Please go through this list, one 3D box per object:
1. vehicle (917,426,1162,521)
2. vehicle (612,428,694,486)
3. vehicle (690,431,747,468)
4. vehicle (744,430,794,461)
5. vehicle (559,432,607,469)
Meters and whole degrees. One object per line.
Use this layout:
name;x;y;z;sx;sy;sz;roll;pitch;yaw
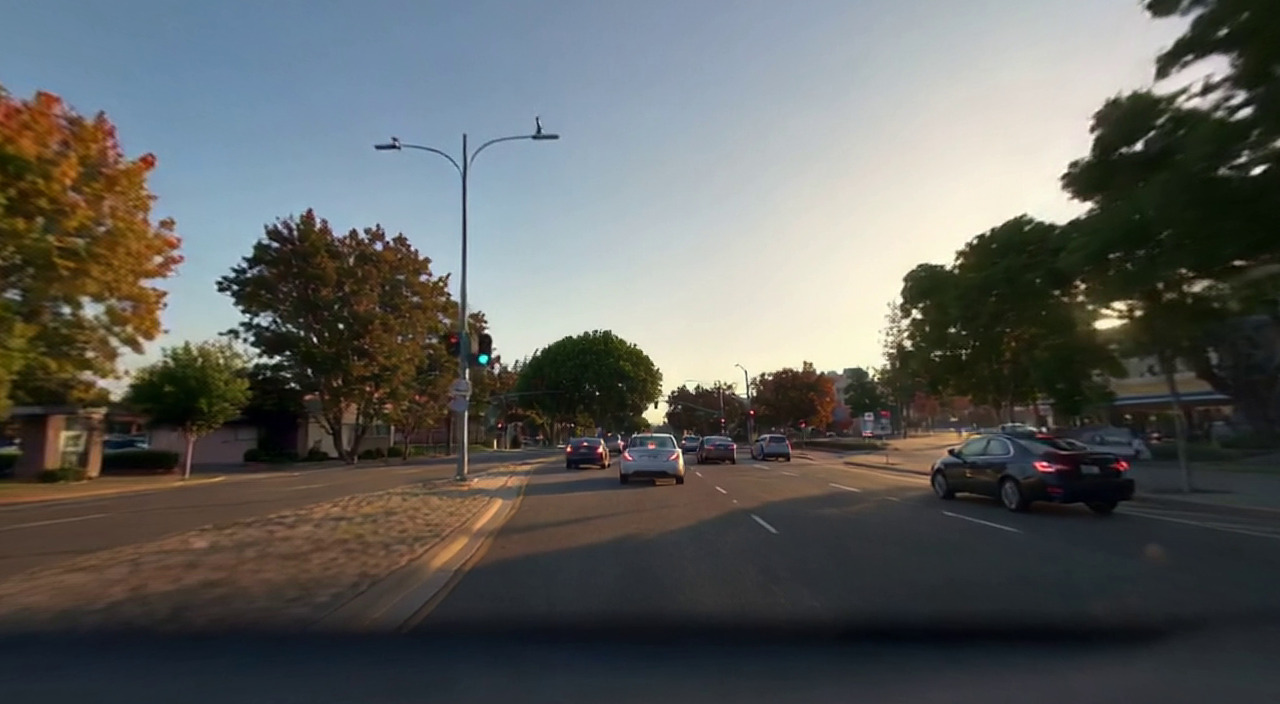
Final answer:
vehicle;7.355;2.256;12.303;1.892;1.515;4.400;0;-8;0
vehicle;0.370;2.987;18.175;2.096;1.473;3.893;0;-8;1
vehicle;3.521;4.449;28.941;1.988;1.528;4.144;0;-8;-1
vehicle;7.588;5.554;37.517;2.044;1.701;4.397;0;-8;0
vehicle;-2.457;4.318;27.890;1.938;1.472;4.399;0;-8;-3
